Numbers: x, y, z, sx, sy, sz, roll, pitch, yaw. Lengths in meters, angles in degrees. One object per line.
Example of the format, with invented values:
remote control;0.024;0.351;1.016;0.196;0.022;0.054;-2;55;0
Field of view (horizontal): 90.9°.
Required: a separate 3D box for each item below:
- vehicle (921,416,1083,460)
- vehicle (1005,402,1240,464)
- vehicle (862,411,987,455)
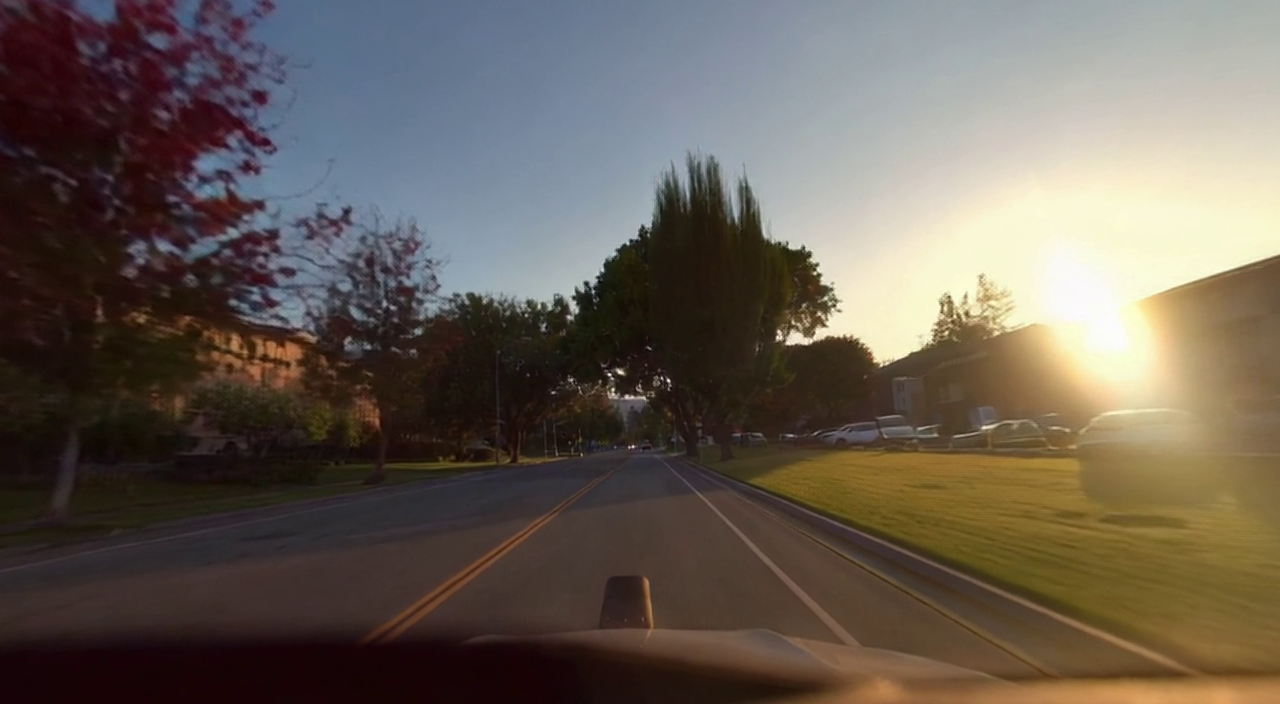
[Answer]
vehicle;12.678;3.048;22.300;4.428;1.467;2.099;0;-9;-1
vehicle;12.545;2.159;16.602;4.529;1.490;2.168;1;-9;-5
vehicle;12.411;3.596;27.694;4.540;1.824;1.965;1;-9;-6
